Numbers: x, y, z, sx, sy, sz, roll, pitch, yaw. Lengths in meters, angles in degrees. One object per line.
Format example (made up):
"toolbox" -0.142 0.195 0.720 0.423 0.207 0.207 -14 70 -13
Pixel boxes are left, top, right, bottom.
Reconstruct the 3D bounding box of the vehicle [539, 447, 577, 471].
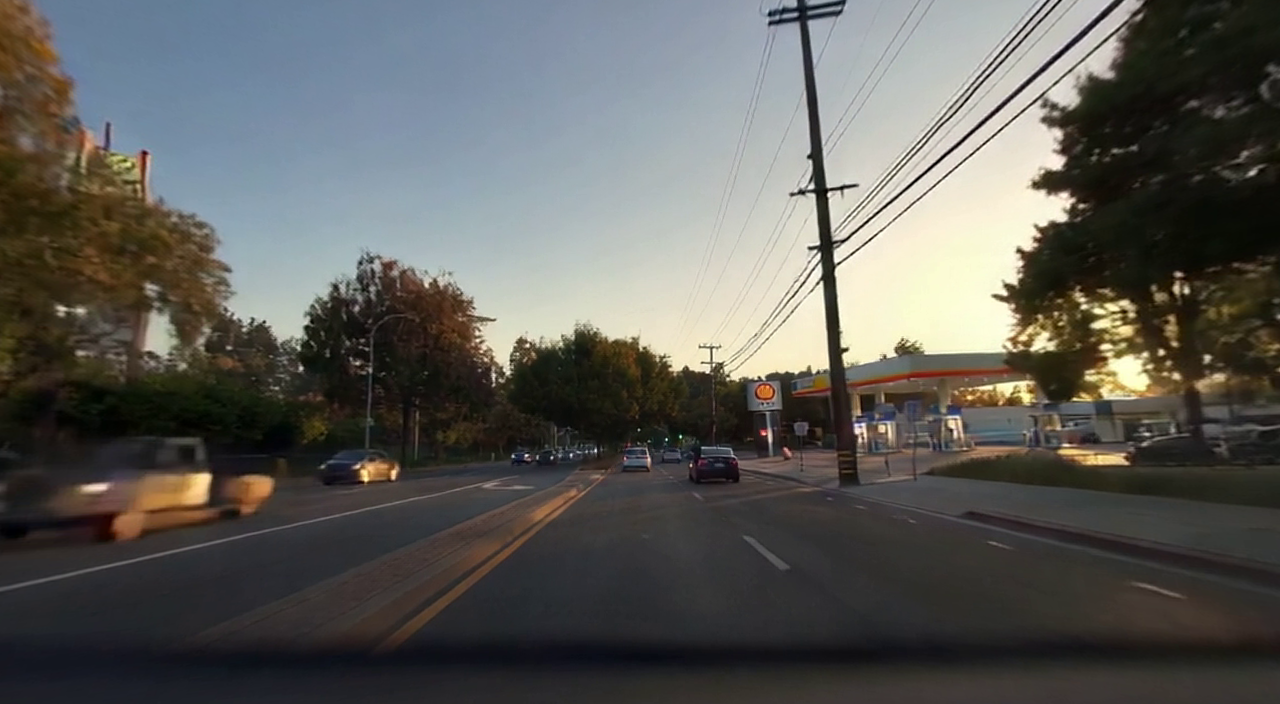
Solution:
"vehicle" -5.421 7.111 42.269 2.032 1.487 4.413 0 -8 -2

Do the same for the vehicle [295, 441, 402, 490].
"vehicle" -11.778 4.570 25.941 2.165 1.810 4.607 0 -8 0

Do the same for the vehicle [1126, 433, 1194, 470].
"vehicle" 24.358 4.621 29.736 2.071 1.528 4.644 -6 -9 35

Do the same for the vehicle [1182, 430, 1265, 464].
"vehicle" 27.449 4.482 29.863 1.825 1.476 3.833 -5 -9 27

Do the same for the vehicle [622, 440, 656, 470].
"vehicle" -0.103 6.872 42.345 2.163 1.825 4.073 0 -8 0

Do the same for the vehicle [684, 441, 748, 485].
"vehicle" 3.012 4.470 25.816 1.990 1.592 4.294 0 -8 -1

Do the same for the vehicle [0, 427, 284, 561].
"vehicle" -8.393 2.159 10.402 2.518 1.719 4.314 0 -8 0
